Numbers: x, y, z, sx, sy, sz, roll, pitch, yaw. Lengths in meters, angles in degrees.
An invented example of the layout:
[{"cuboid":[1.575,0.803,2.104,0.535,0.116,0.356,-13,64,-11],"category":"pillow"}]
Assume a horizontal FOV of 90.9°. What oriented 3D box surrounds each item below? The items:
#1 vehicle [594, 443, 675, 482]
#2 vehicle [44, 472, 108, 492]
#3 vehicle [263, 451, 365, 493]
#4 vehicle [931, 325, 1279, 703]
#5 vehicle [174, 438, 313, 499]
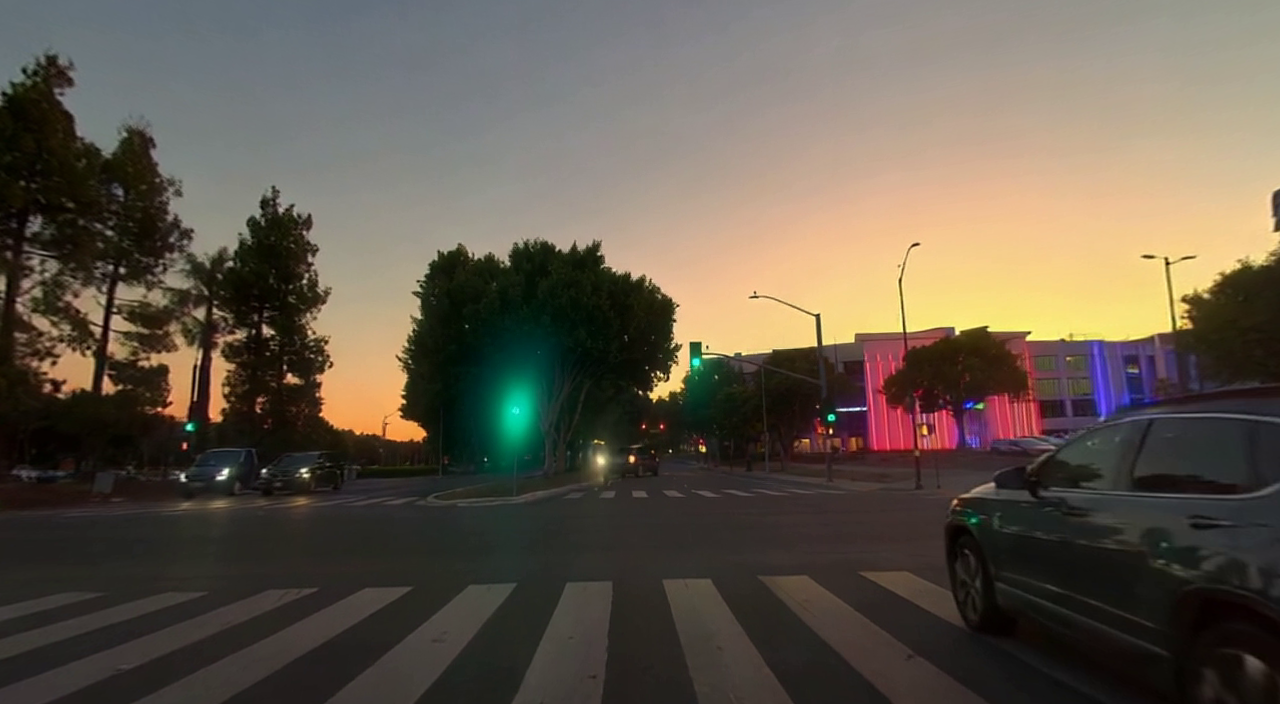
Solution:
[{"cuboid":[-0.150,5.160,29.752,2.153,1.658,4.569,-4,-9,23],"category":"vehicle"},{"cuboid":[-44.579,10.304,49.867,3.497,1.415,1.569,-1,-8,-1],"category":"vehicle"},{"cuboid":[-14.930,5.496,29.263,2.169,1.753,4.640,0,-8,1],"category":"vehicle"},{"cuboid":[3.623,0.900,3.187,2.301,1.767,4.289,0,-8,1],"category":"vehicle"},{"cuboid":[-18.696,5.488,30.233,2.557,2.580,5.856,-1,-8,4],"category":"vehicle"}]
